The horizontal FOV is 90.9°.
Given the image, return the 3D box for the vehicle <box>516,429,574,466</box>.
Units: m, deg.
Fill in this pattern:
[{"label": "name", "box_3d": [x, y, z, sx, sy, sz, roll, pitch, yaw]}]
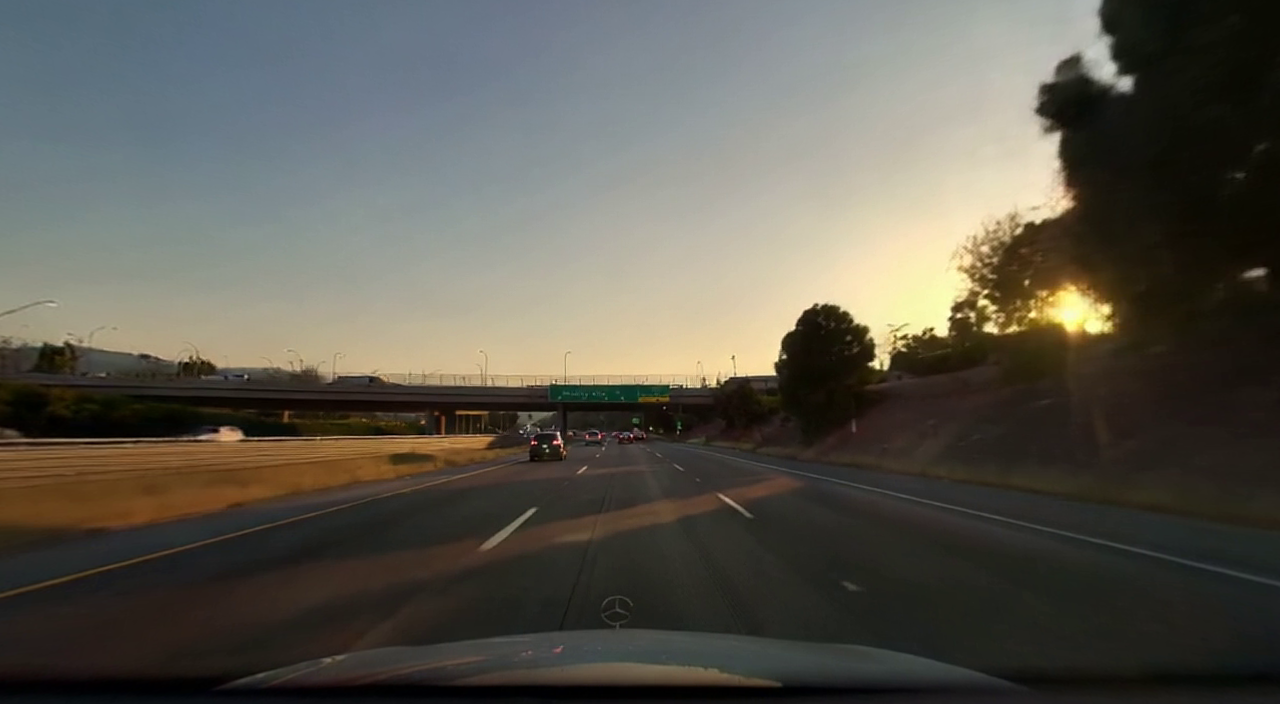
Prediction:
[{"label": "vehicle", "box_3d": [-4.248, 4.341, 28.933, 2.062, 1.591, 4.156, 0, -8, -1]}]
